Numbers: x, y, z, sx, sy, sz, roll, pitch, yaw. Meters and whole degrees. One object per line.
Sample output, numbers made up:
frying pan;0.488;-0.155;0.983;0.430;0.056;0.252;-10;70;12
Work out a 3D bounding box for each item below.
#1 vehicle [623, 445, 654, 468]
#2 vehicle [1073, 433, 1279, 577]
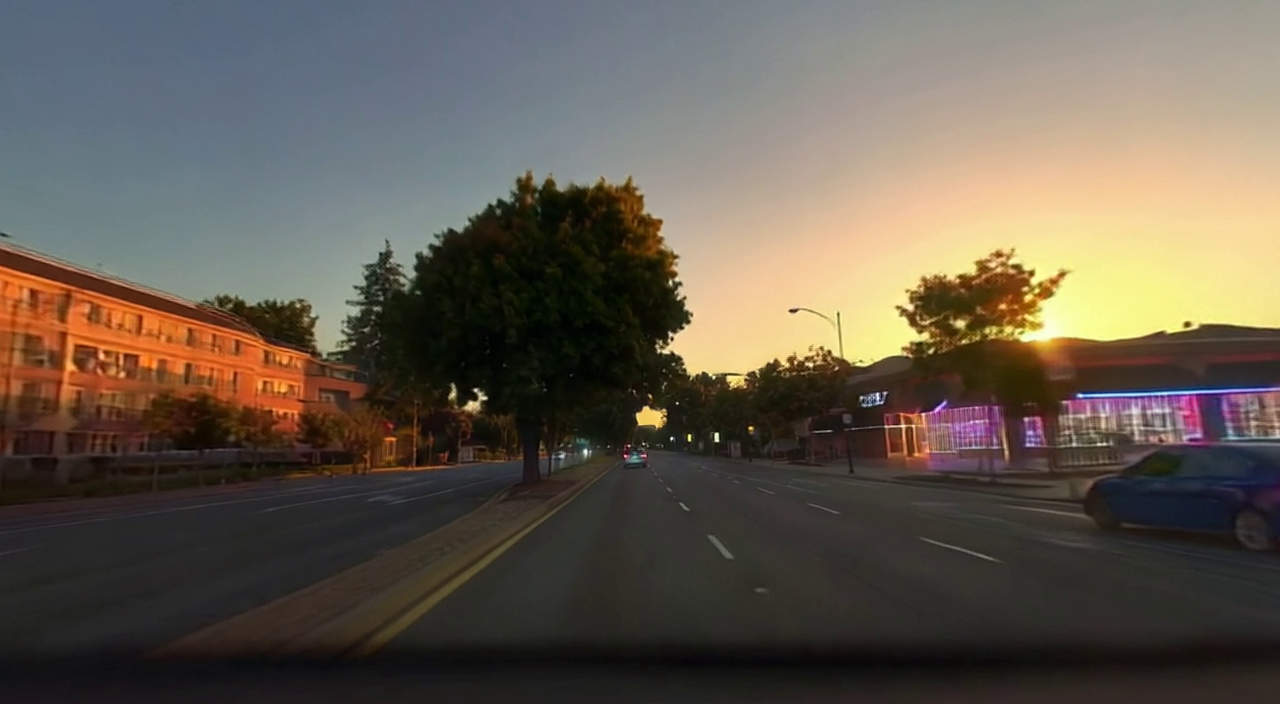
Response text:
vehicle;-0.144;7.100;43.117;2.027;1.494;3.942;0;-8;-1
vehicle;7.543;1.740;7.604;1.849;1.464;4.119;0;-8;2
